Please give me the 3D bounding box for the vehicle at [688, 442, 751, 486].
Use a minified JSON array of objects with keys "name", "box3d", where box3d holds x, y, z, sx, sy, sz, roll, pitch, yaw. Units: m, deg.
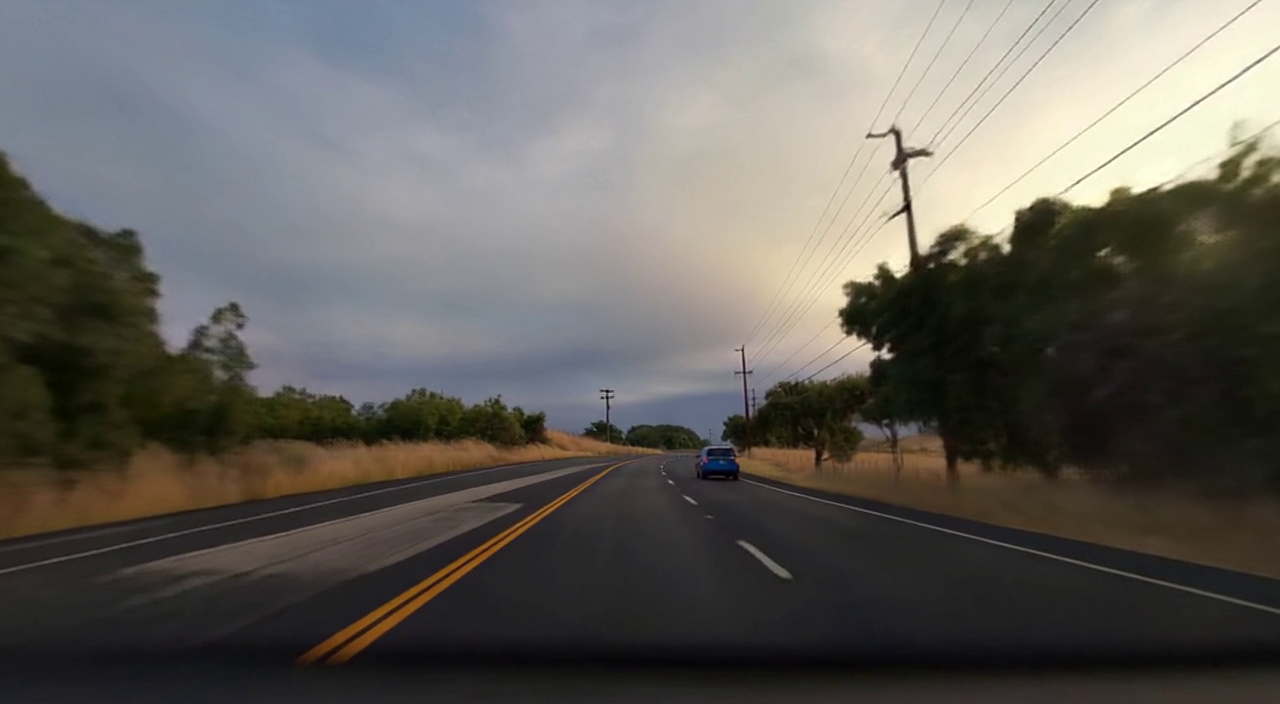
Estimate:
[{"name":"vehicle","box3d":[3.324,4.770,27.206,2.135,1.692,4.185,0,-9,0]}]
